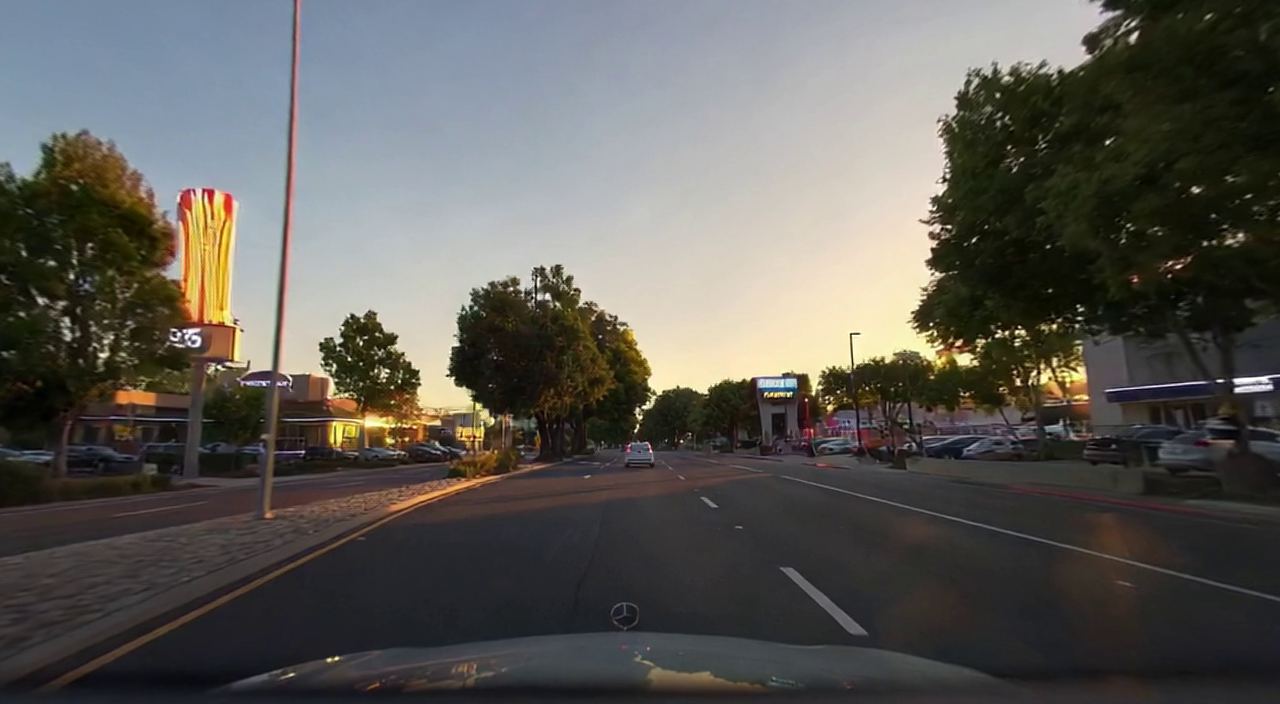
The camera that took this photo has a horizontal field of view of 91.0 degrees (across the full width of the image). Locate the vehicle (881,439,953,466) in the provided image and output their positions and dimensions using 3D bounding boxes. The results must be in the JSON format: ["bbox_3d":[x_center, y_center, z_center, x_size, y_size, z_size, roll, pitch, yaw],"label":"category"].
[{"bbox_3d":[16.170,5.876,37.049,1.949,1.458,4.865,0,-8,0],"label":"vehicle"}]

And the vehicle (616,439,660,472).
[{"bbox_3d":[-0.138,4.994,30.587,1.998,1.452,3.773,0,-9,-1],"label":"vehicle"}]

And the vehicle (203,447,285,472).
[{"bbox_3d":[-27.240,7.405,43.364,4.355,1.504,1.874,-2,-9,1],"label":"vehicle"}]

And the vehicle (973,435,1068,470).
[{"bbox_3d":[19.132,5.065,31.916,1.900,1.639,4.397,0,-9,-2],"label":"vehicle"}]

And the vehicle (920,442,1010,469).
[{"bbox_3d":[16.408,5.240,32.113,1.860,1.276,4.671,0,-9,-4],"label":"vehicle"}]

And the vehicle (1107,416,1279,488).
[{"bbox_3d":[18.247,3.138,19.883,2.201,1.947,5.501,1,-9,-9],"label":"vehicle"}]
